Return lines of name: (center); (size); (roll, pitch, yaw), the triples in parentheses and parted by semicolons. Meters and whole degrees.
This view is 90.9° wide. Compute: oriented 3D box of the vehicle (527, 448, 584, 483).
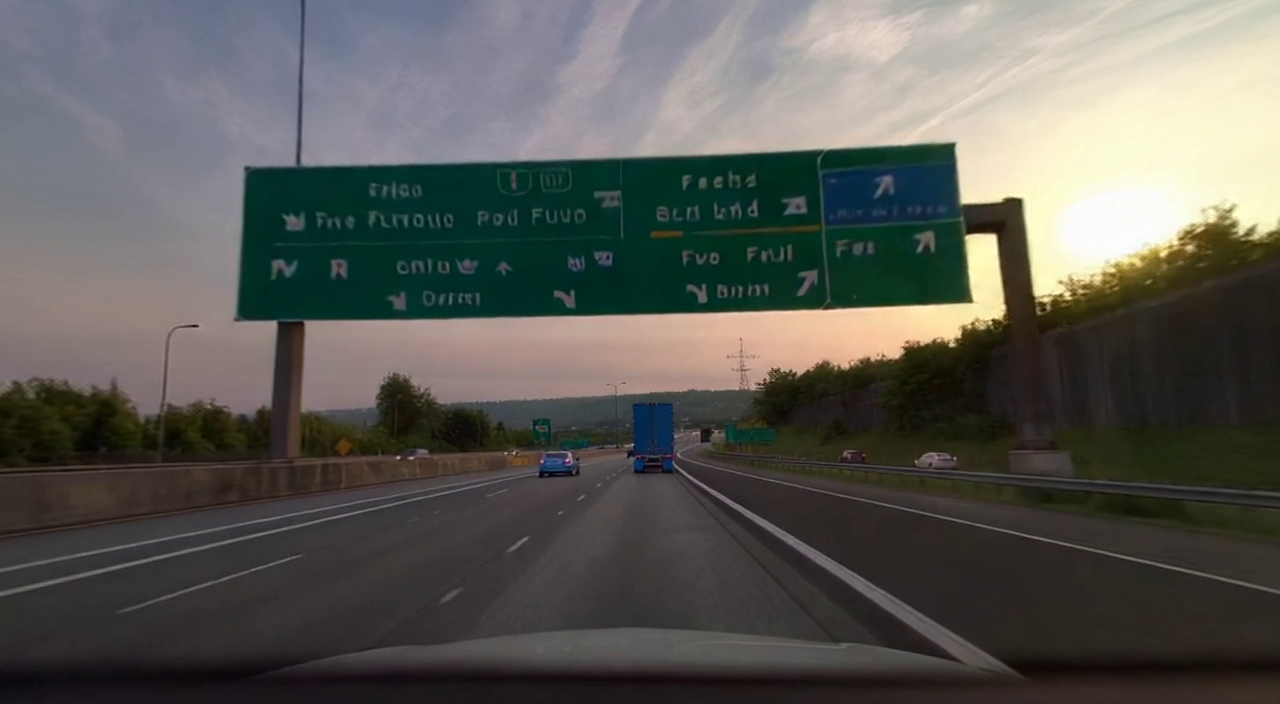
vehicle: (-3.818, 5.185, 29.186); (1.931, 1.466, 4.458); (0, -9, 2)

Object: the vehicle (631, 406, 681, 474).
vehicle: (1.134, 6.055, 43.109); (3.022, 4.072, 10.318); (0, -9, 2)

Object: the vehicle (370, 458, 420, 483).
vehicle: (-16.047, 7.761, 41.499); (1.701, 1.465, 3.759); (0, -9, 1)

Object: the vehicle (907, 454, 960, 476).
vehicle: (20.366, 7.829, 43.864); (1.857, 1.407, 3.719); (0, -9, 0)
